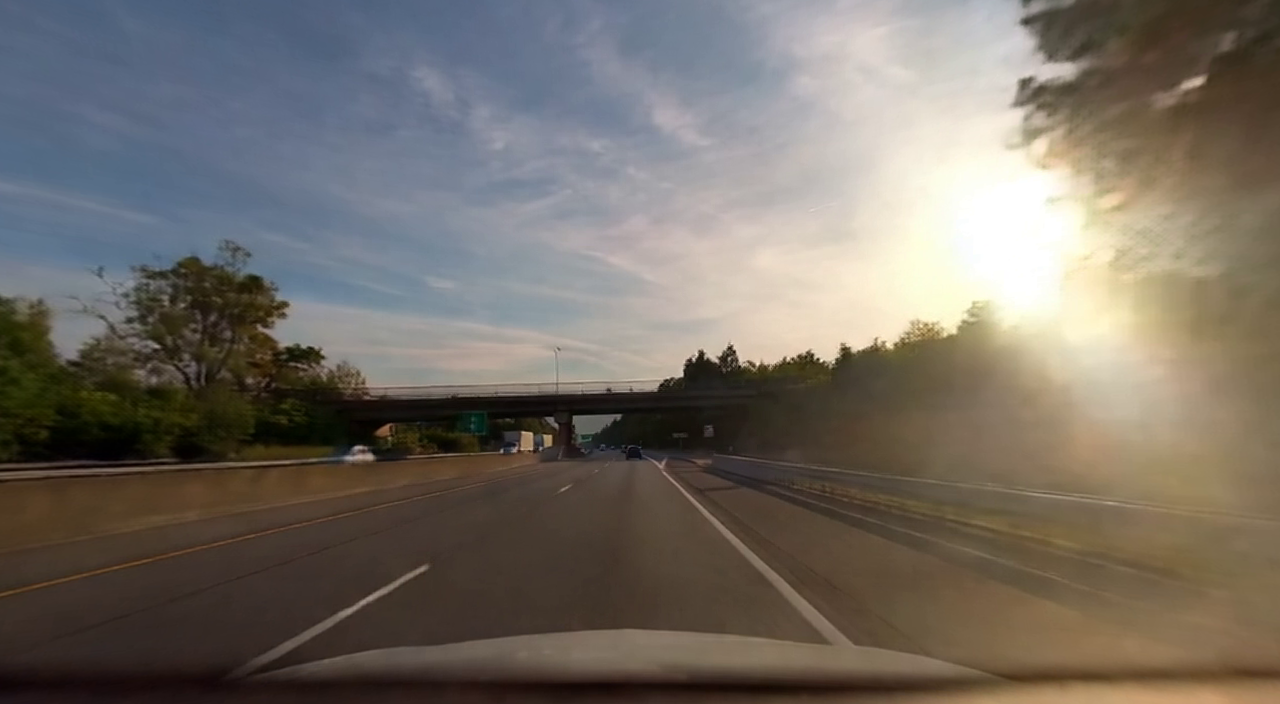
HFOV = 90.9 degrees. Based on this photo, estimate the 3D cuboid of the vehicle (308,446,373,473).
[{"bbox_3d":[-18.089,6.489,38.315,1.888,1.549,4.253,0,-9,0],"label":"vehicle"}]
